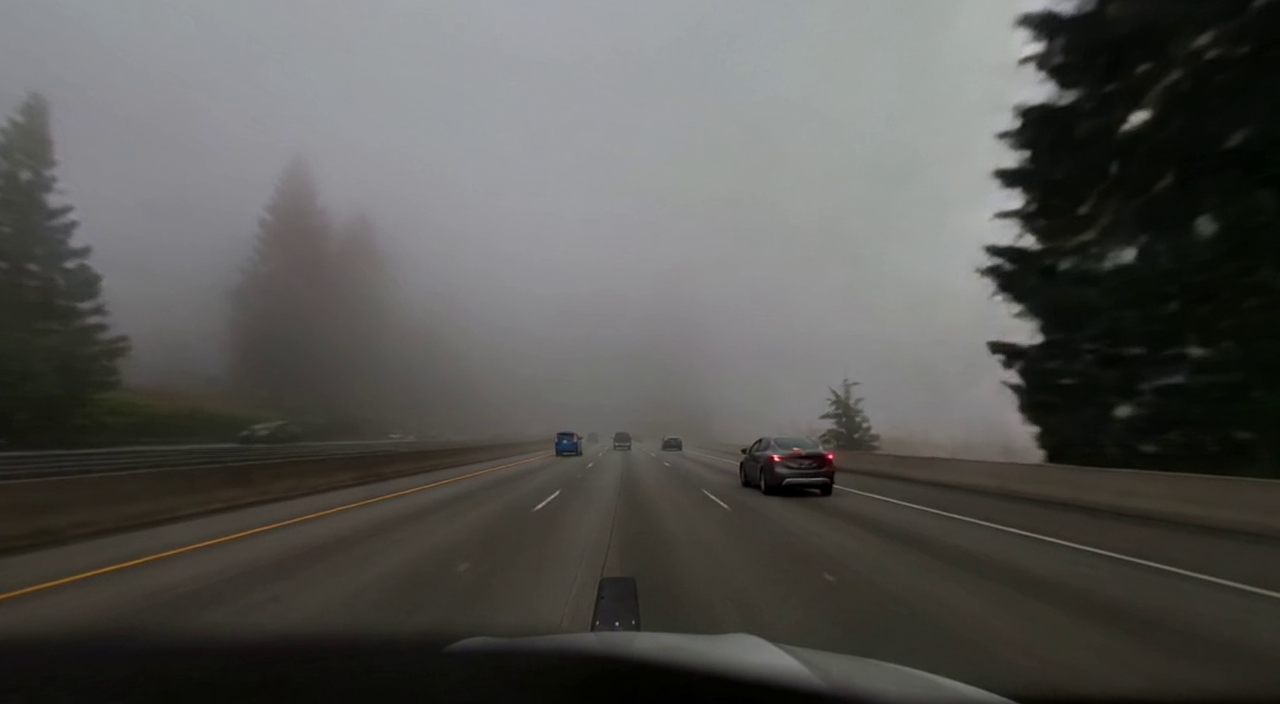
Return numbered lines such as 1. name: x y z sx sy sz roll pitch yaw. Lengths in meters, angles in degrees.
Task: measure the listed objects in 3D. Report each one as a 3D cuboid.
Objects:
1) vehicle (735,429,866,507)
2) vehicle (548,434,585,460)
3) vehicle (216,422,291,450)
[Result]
1. vehicle: 3.512 2.584 14.557 1.883 1.536 3.792 0 -8 -2
2. vehicle: -4.628 6.014 40.150 1.941 1.529 4.111 0 -8 -1
3. vehicle: -21.947 4.797 35.981 1.745 1.457 4.149 0 -8 -2
